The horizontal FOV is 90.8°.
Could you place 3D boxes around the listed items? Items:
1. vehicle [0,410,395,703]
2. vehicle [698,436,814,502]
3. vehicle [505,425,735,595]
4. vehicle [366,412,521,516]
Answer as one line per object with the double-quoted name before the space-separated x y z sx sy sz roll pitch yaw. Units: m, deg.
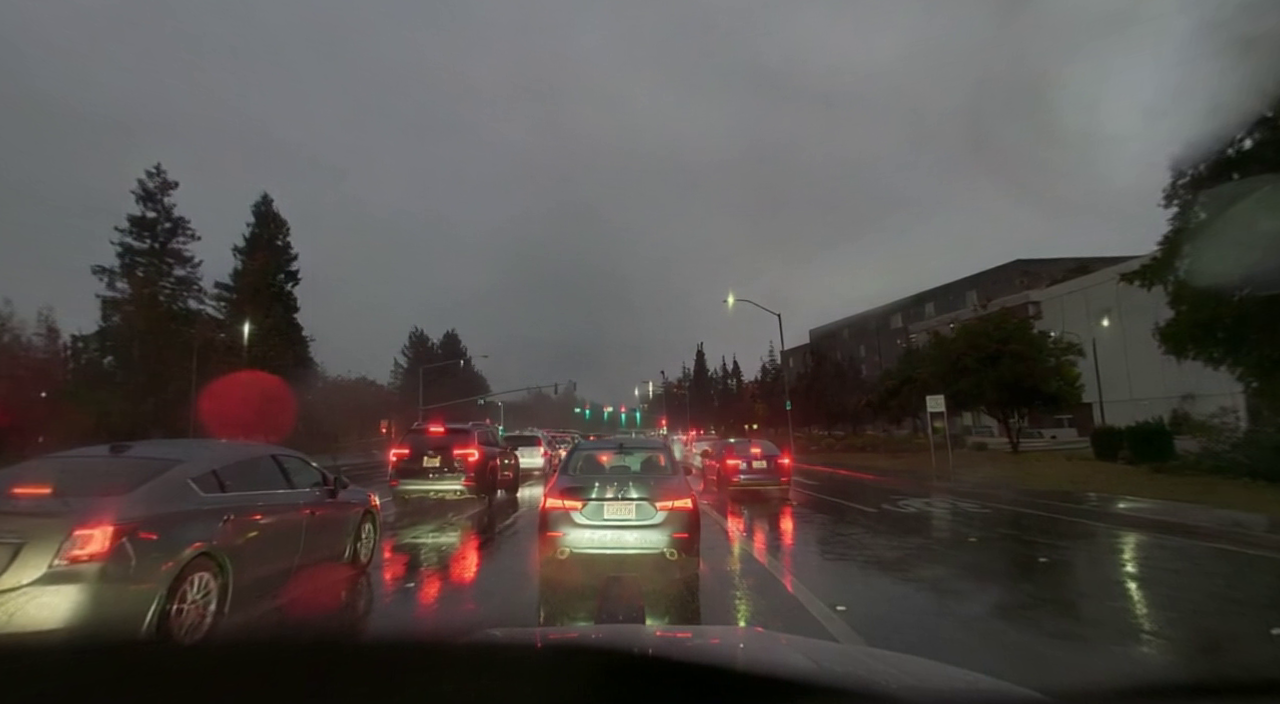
"vehicle" -3.863 1.346 5.248 1.985 1.467 4.224 0 -9 -1
"vehicle" 2.805 2.959 16.423 1.978 1.452 4.381 0 -8 -3
"vehicle" -0.230 1.680 7.621 2.007 1.467 4.059 0 -8 -2
"vehicle" -4.035 2.385 13.904 2.054 1.881 4.469 0 -8 -1
